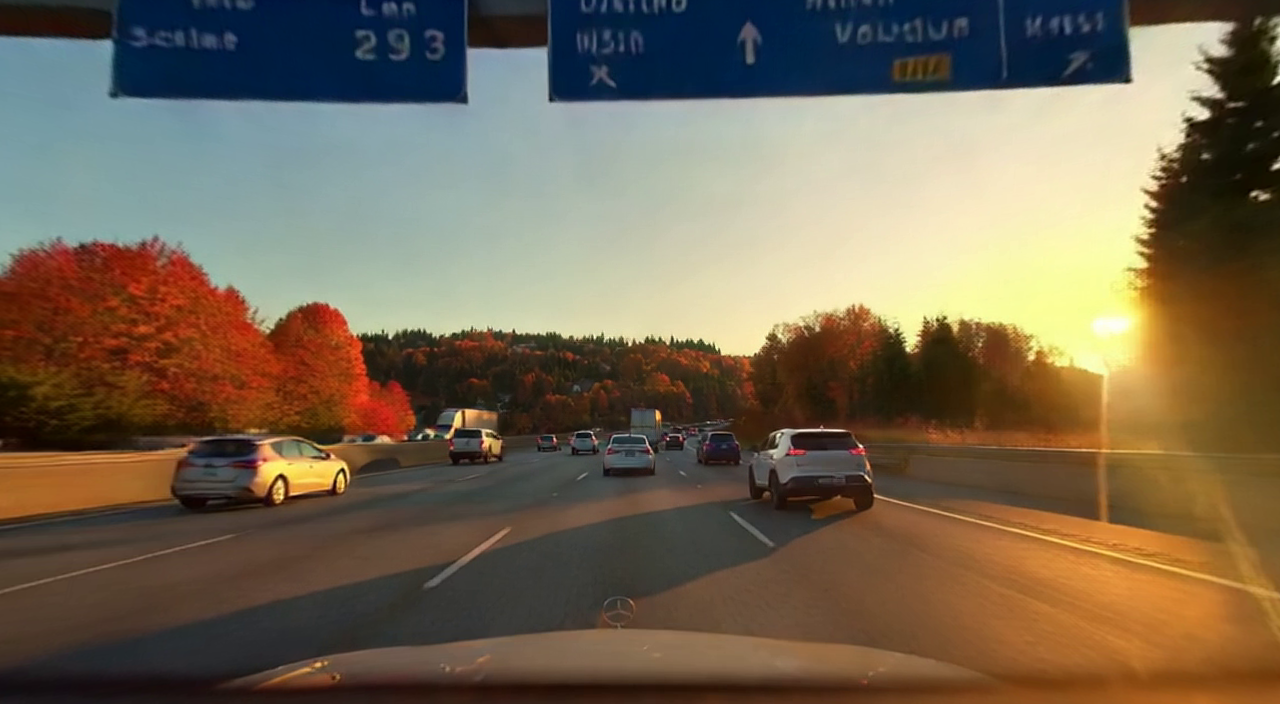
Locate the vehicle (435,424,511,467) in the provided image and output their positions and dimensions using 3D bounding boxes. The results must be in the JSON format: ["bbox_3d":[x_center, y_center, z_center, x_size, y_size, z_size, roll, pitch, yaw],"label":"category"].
[{"bbox_3d":[-7.459,4.247,28.659,2.117,1.779,4.745,0,-8,1],"label":"vehicle"}]

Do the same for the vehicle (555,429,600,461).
[{"bbox_3d":[-3.550,5.348,36.327,2.064,1.672,4.277,0,-8,1],"label":"vehicle"}]

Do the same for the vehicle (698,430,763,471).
[{"bbox_3d":[3.584,3.986,25.719,1.972,1.516,4.514,0,-8,0],"label":"vehicle"}]

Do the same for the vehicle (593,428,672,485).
[{"bbox_3d":[-0.216,3.094,19.075,2.111,1.494,4.364,0,-8,-1],"label":"vehicle"}]

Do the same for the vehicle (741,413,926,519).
[{"bbox_3d":[3.400,2.089,12.108,2.095,1.650,4.331,0,-8,-1],"label":"vehicle"}]

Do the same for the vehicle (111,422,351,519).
[{"bbox_3d":[-7.471,2.166,12.085,1.934,1.526,3.966,0,-8,0],"label":"vehicle"}]
